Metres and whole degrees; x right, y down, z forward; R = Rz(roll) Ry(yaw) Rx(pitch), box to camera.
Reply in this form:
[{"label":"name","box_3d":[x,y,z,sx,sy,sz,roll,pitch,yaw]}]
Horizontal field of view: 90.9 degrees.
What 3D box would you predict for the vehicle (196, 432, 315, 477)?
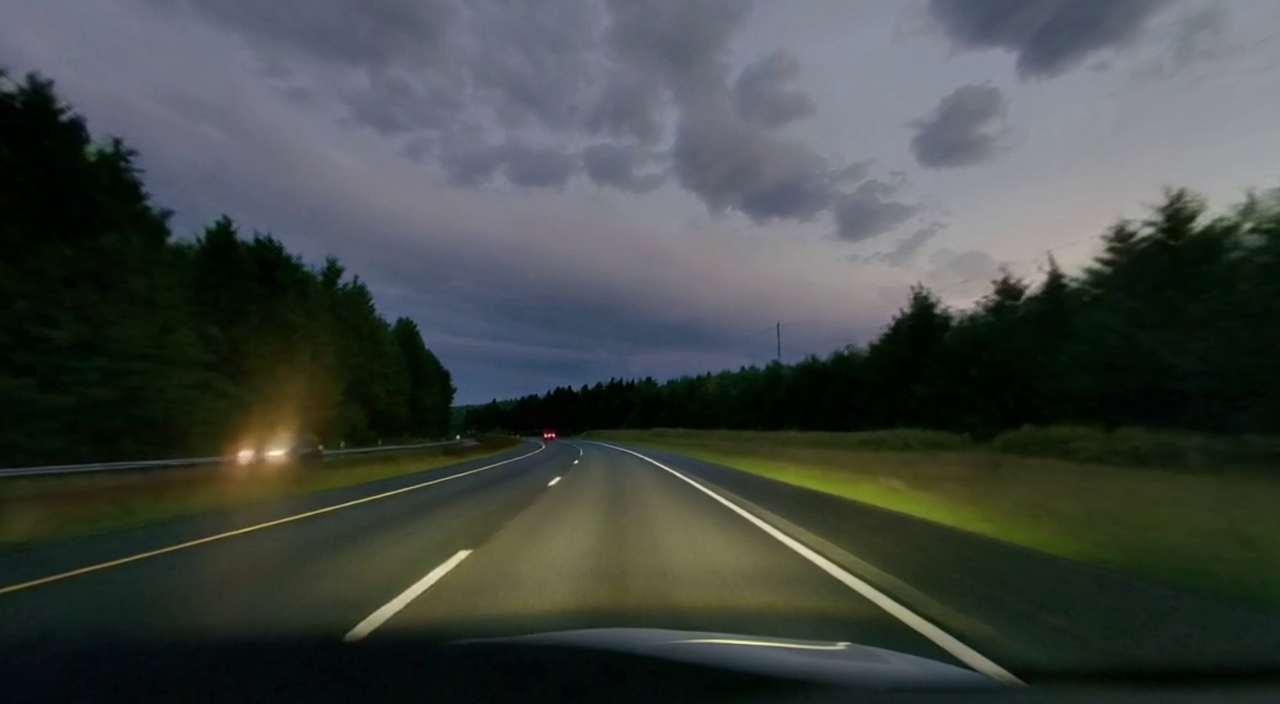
[{"label":"vehicle","box_3d":[-15.008,4.004,24.935,2.206,1.596,4.262,0,-8,-4]}]
